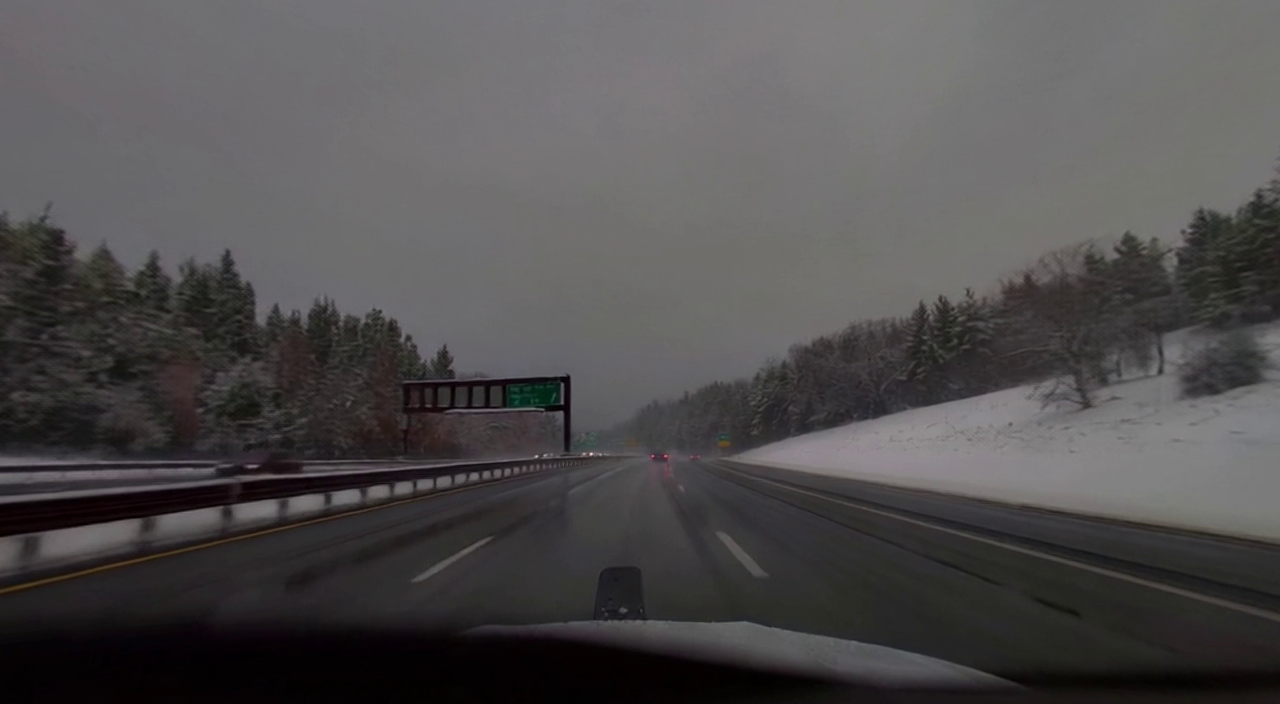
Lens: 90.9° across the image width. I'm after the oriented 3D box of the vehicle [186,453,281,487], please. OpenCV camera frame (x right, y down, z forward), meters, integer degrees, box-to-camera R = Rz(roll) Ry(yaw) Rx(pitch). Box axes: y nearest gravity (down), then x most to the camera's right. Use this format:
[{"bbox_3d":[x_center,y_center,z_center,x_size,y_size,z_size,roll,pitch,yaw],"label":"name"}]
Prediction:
[{"bbox_3d":[-18.326,5.318,28.608,1.661,1.423,3.796,0,-9,2],"label":"vehicle"}]
